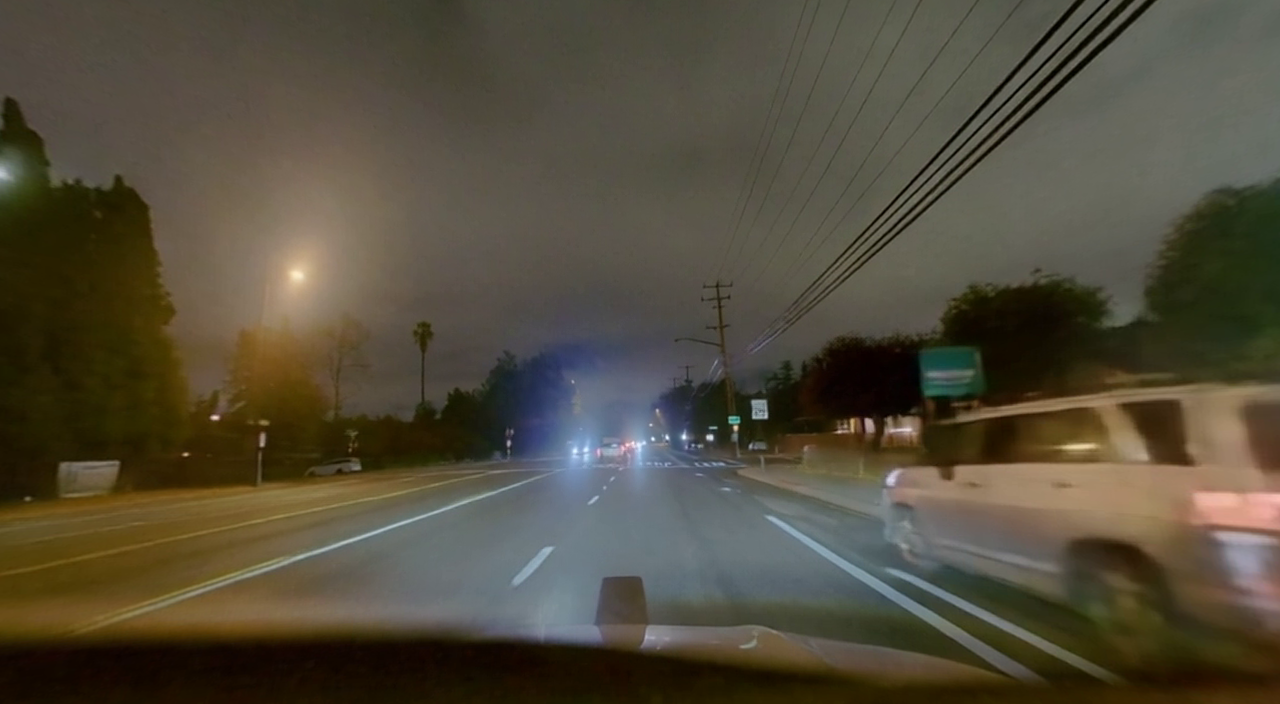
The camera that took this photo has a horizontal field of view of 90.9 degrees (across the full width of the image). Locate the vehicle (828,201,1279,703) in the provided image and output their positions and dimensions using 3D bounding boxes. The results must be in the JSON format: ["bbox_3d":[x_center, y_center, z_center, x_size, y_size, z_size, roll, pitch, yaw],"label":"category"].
[{"bbox_3d":[3.596,0.911,4.517,2.622,2.137,6.267,2,-9,0],"label":"vehicle"}]

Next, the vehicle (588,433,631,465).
[{"bbox_3d":[-1.818,6.031,39.288,2.327,1.861,4.941,-1,-8,2],"label":"vehicle"}]
